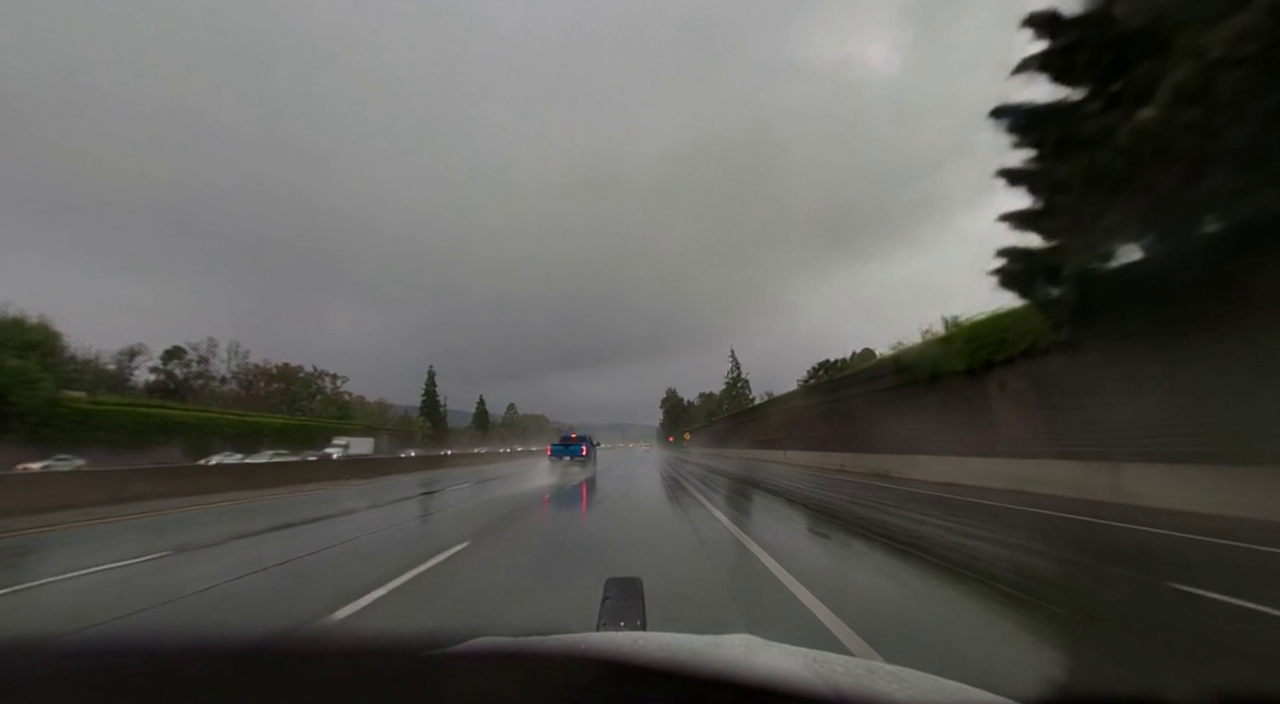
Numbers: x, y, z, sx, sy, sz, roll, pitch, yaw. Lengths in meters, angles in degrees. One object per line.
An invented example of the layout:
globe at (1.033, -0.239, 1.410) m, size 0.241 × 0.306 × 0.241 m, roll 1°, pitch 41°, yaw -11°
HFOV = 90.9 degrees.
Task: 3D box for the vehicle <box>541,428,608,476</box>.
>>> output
vehicle at (-3.115, 4.978, 31.575) m, size 2.604 × 2.170 × 6.271 m, roll 0°, pitch -9°, yaw 1°

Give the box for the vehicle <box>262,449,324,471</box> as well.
vehicle at (-25.574, 7.940, 46.649) m, size 1.916 × 1.489 × 4.504 m, roll 0°, pitch -9°, yaw 1°

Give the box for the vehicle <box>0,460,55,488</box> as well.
vehicle at (-36.219, 6.915, 35.819) m, size 1.727 × 1.445 × 4.404 m, roll 0°, pitch -9°, yaw 0°
